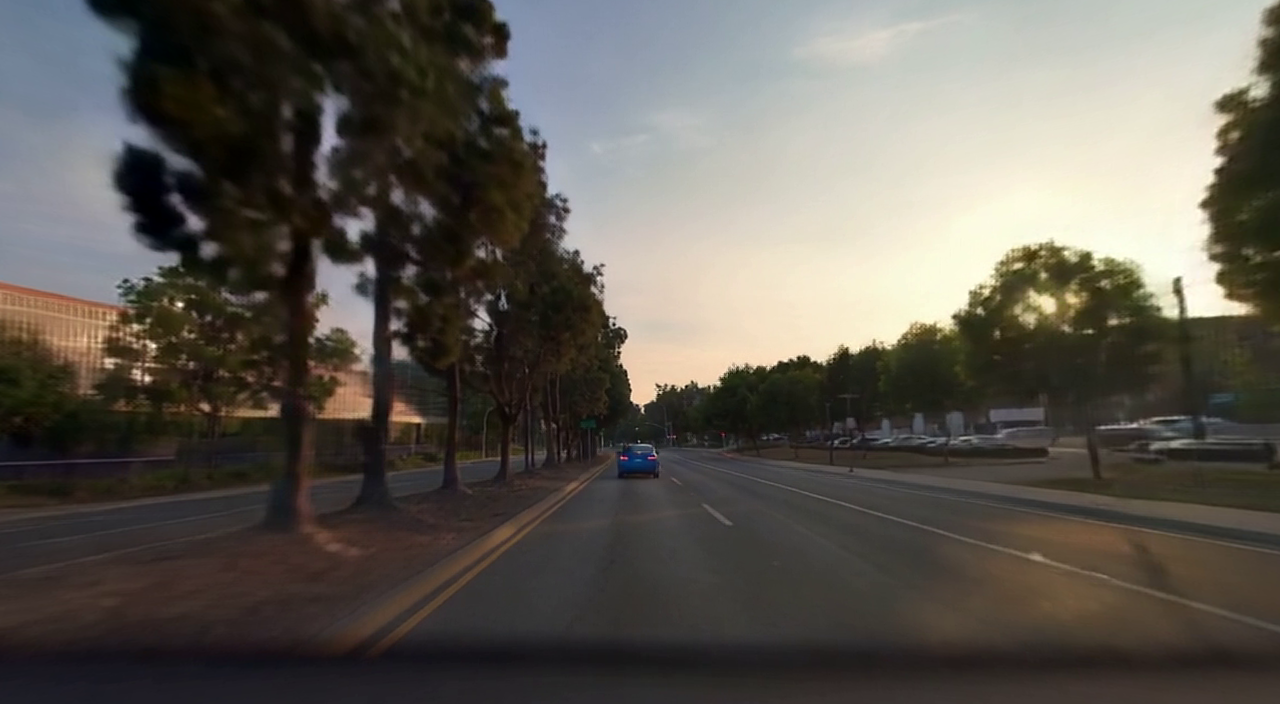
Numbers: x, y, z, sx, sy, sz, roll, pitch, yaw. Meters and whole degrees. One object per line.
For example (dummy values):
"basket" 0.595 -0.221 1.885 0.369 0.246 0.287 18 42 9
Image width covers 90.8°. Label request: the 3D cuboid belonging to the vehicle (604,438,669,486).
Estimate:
"vehicle" -0.127 3.807 22.246 2.042 1.479 4.601 0 -8 0
